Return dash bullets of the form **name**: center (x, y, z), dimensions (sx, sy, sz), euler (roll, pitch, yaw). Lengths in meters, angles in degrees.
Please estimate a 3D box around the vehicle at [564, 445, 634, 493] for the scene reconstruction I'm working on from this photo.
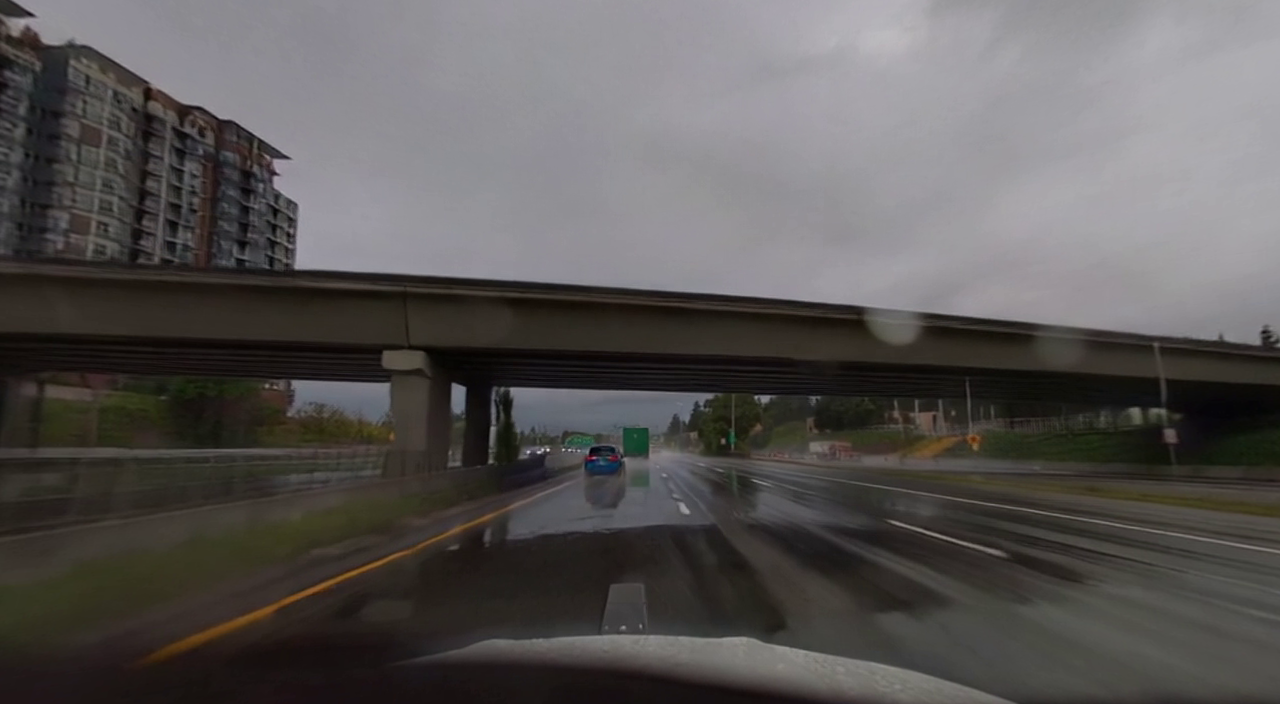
- **vehicle**: center (-1.313, 4.004, 21.999), dimensions (2.039, 1.478, 4.483), euler (0, -9, 1)

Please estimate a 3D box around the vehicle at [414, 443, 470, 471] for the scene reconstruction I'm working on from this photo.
- **vehicle**: center (-12.237, 6.510, 39.218), dimensions (1.911, 1.633, 4.305), euler (0, -9, 2)
